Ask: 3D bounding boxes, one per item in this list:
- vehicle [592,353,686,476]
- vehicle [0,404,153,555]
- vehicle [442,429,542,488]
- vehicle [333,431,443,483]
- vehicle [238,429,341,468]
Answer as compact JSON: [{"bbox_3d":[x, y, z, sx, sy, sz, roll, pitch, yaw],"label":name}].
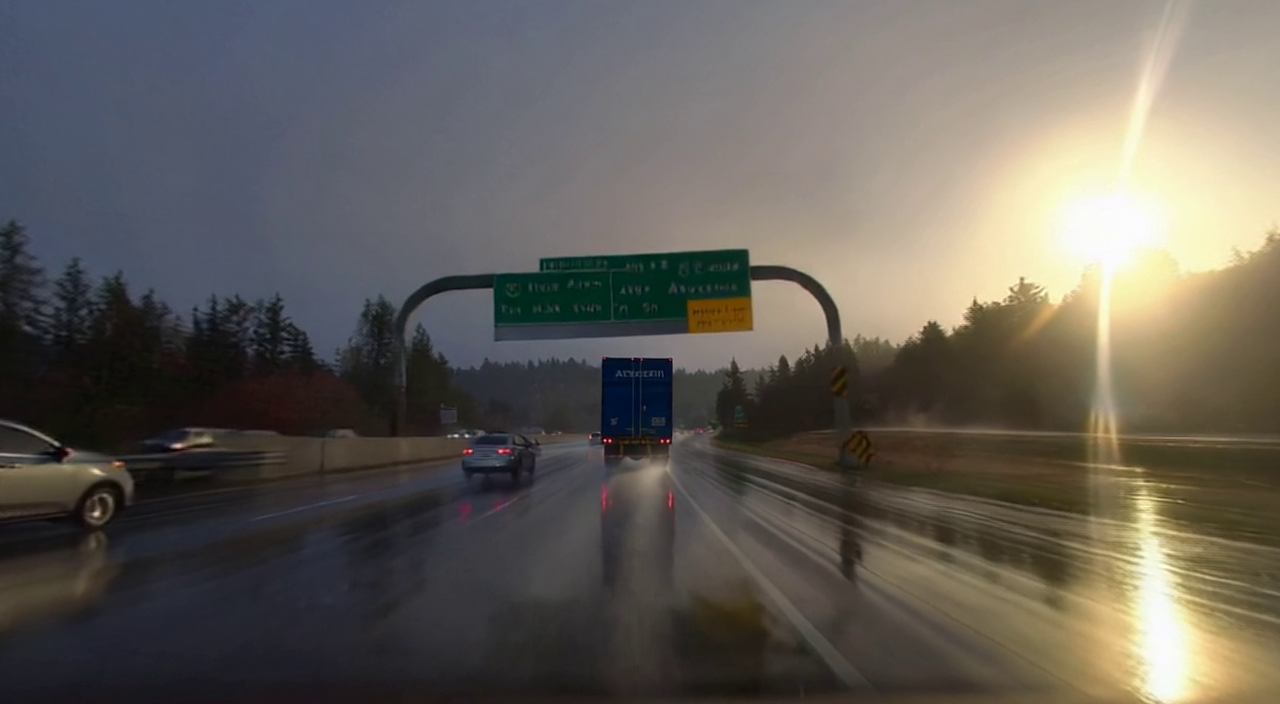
[{"bbox_3d":[-0.176,2.789,26.404,3.118,4.106,10.719,0,-8,-2],"label":"vehicle"},{"bbox_3d":[-8.081,1.426,7.038,1.990,1.654,4.129,0,-8,-1],"label":"vehicle"},{"bbox_3d":[-4.097,2.993,18.113,1.933,1.492,3.838,0,-8,0],"label":"vehicle"},{"bbox_3d":[-8.084,3.375,20.611,1.943,1.500,4.011,0,-8,-1],"label":"vehicle"},{"bbox_3d":[-16.236,4.501,29.490,1.985,1.617,4.870,-2,-8,1],"label":"vehicle"}]
